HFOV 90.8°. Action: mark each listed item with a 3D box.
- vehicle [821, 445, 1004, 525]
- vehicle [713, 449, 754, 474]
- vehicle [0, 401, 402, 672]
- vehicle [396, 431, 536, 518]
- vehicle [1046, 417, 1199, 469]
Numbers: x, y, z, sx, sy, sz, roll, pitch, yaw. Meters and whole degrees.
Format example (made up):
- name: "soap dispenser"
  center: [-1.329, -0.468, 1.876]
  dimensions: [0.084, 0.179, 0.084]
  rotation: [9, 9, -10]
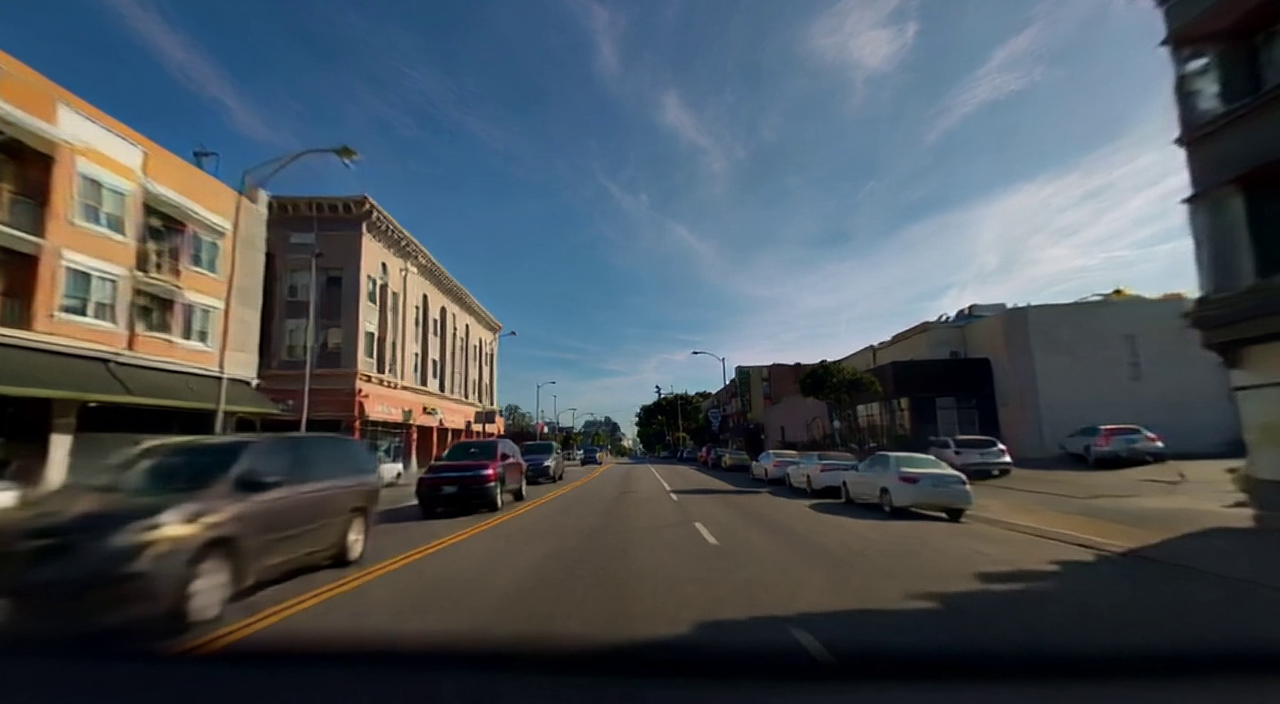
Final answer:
- name: "vehicle"
  center: [5.970, 2.918, 14.566]
  dimensions: [2.054, 1.525, 4.258]
  rotation: [0, -8, -4]
- name: "vehicle"
  center: [5.986, 7.035, 40.886]
  dimensions: [1.837, 1.482, 4.706]
  rotation: [0, -8, -1]
- name: "vehicle"
  center: [-4.331, 1.463, 6.182]
  dimensions: [2.145, 1.653, 4.421]
  rotation: [-1, -8, 2]
- name: "vehicle"
  center: [-3.795, 2.745, 14.681]
  dimensions: [1.914, 1.682, 4.263]
  rotation: [-1, -8, 2]
- name: "vehicle"
  center: [17.236, 3.290, 22.929]
  dimensions: [1.908, 1.680, 4.434]
  rotation: [0, -8, -2]
